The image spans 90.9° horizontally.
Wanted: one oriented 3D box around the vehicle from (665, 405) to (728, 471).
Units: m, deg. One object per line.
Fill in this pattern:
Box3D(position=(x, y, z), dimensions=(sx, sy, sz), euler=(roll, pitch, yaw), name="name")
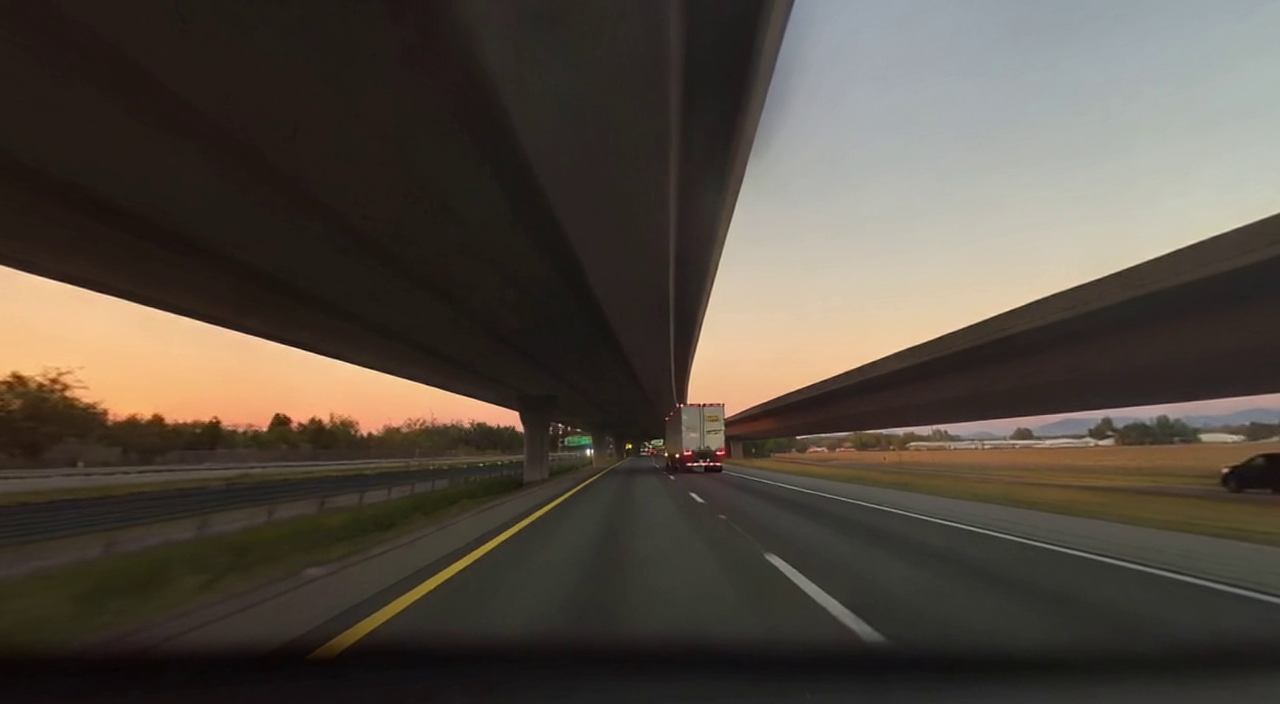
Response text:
Box3D(position=(3.709, 6.251, 45.049), dimensions=(3.175, 4.103, 11.612), euler=(0, -9, -1), name="vehicle")
